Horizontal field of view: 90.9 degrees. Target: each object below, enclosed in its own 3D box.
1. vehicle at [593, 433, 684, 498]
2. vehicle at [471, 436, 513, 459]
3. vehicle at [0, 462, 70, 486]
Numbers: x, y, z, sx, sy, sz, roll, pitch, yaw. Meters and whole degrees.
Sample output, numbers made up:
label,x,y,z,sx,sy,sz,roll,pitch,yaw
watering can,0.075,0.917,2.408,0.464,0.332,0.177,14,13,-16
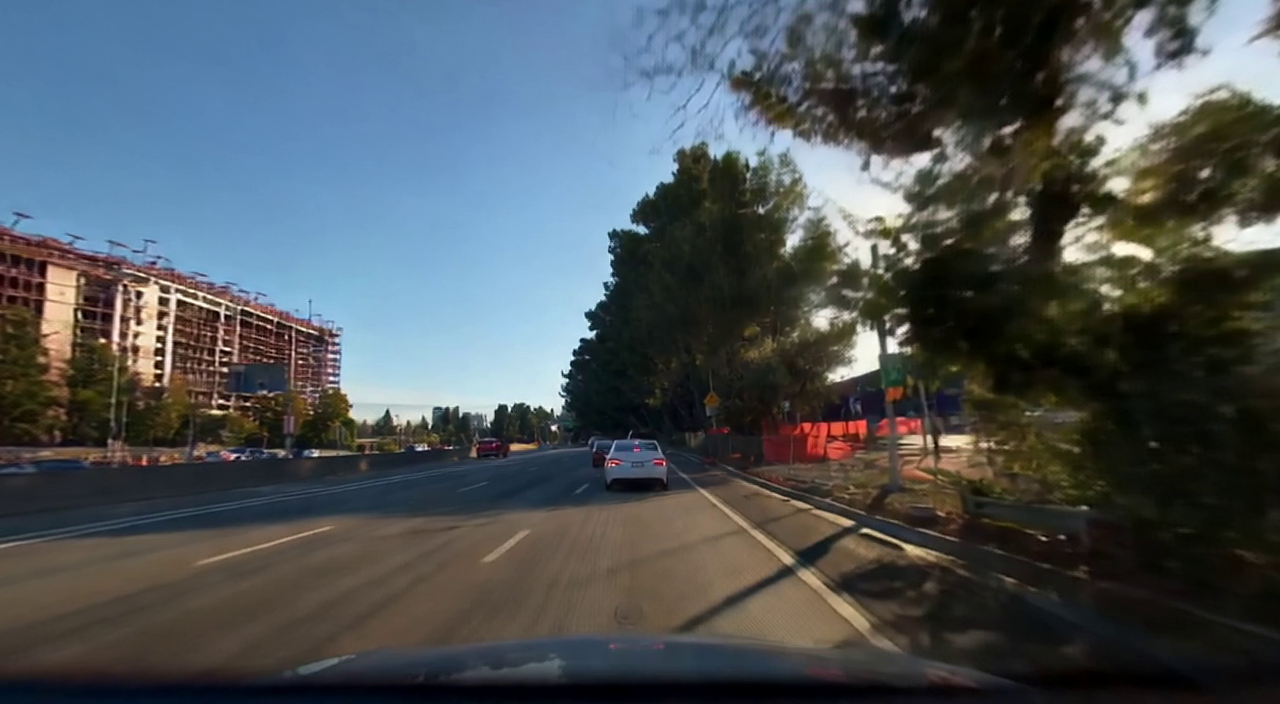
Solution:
label,x,y,z,sx,sy,sz,roll,pitch,yaw
vehicle,-0.034,2.923,16.669,2.112,1.482,4.076,0,-8,0
vehicle,-10.211,6.508,43.124,2.072,1.465,4.394,3,-9,-22
vehicle,-39.752,7.838,40.649,4.111,1.412,1.777,0,-8,-2
